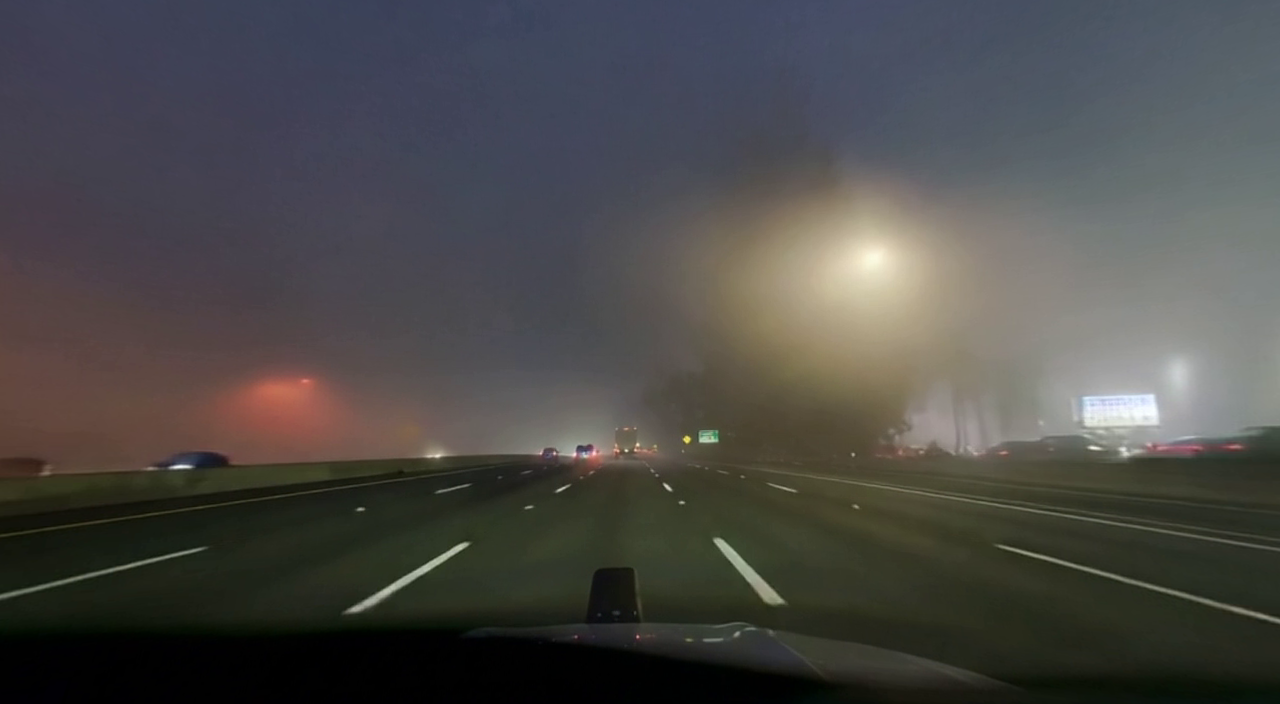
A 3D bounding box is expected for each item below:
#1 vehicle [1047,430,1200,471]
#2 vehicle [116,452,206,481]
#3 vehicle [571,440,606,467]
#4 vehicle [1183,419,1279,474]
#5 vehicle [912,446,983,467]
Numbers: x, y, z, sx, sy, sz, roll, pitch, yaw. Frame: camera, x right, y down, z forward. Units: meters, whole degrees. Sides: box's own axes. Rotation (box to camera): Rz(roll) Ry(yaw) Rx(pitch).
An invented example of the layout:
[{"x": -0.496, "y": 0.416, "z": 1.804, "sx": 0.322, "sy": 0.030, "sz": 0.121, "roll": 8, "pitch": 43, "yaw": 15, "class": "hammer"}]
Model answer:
[{"x": 22.869, "y": 4.688, "z": 30.077, "sx": 5.372, "sy": 1.852, "sz": 2.284, "roll": 0, "pitch": -9, "yaw": -1, "class": "vehicle"}, {"x": -26.187, "y": 6.269, "z": 34.724, "sx": 1.771, "sy": 1.468, "sz": 4.074, "roll": 0, "pitch": -9, "yaw": -1, "class": "vehicle"}, {"x": -4.016, "y": 8.017, "z": 49.908, "sx": 2.390, "sy": 2.007, "sz": 4.901, "roll": 0, "pitch": -9, "yaw": -1, "class": "vehicle"}, {"x": 23.401, "y": 3.460, "z": 23.214, "sx": 5.006, "sy": 1.880, "sz": 2.095, "roll": 1, "pitch": -9, "yaw": -4, "class": "vehicle"}, {"x": 23.168, "y": 7.860, "z": 47.650, "sx": 4.210, "sy": 1.539, "sz": 2.121, "roll": 0, "pitch": -9, "yaw": -2, "class": "vehicle"}]
